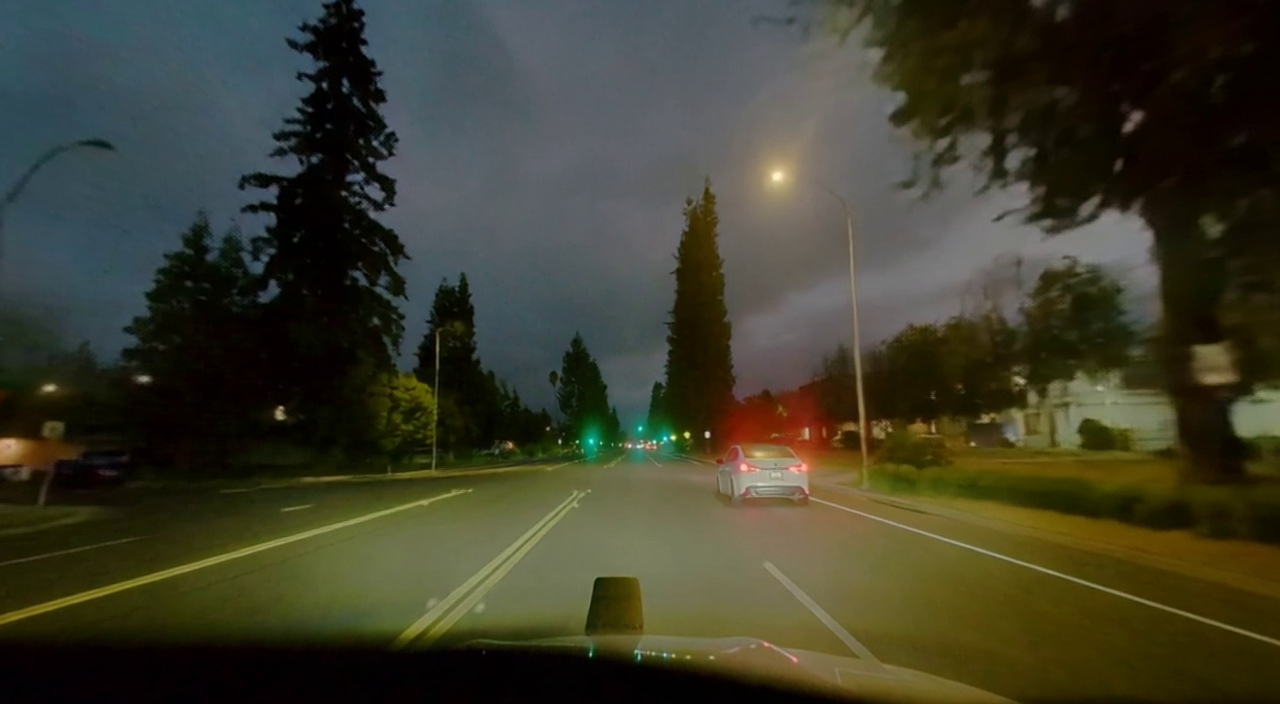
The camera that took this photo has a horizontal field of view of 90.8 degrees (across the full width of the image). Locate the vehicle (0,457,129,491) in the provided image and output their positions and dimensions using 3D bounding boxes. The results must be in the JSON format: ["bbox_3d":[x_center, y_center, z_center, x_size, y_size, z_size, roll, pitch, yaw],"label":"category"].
[{"bbox_3d":[-29.375,6.193,32.287,4.917,1.598,1.937,-1,-8,4],"label":"vehicle"}]

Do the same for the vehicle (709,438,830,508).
[{"bbox_3d":[3.057,2.955,15.949,2.057,1.493,4.225,0,-8,-1],"label":"vehicle"}]
